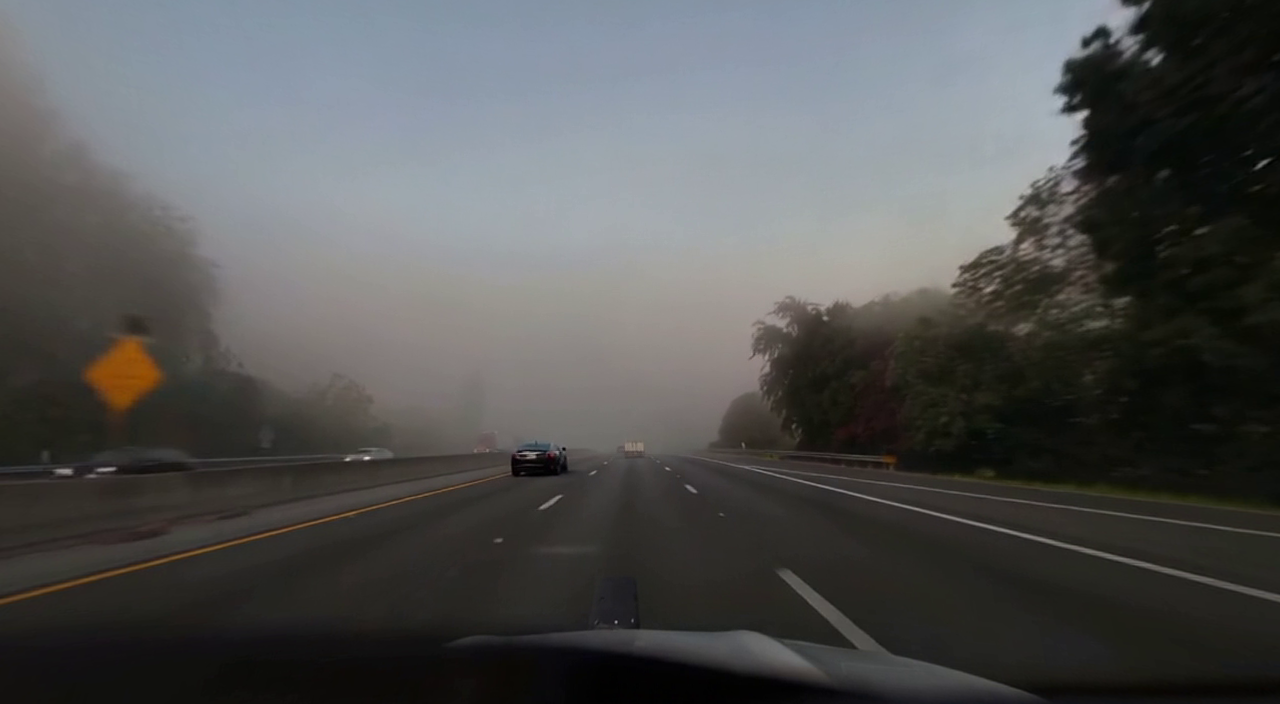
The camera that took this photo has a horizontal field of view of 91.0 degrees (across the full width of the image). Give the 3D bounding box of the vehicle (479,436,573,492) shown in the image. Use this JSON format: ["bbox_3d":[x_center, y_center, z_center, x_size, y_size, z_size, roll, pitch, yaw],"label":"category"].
[{"bbox_3d":[-3.501,3.526,20.248,2.158,1.562,4.373,-1,-8,1],"label":"vehicle"}]

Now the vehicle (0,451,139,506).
[{"bbox_3d":[-18.495,3.916,19.855,1.868,1.466,4.235,-1,-8,1],"label":"vehicle"}]

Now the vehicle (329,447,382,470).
[{"bbox_3d":[-20.273,7.554,45.002,1.918,1.521,4.021,0,-8,-1],"label":"vehicle"}]
